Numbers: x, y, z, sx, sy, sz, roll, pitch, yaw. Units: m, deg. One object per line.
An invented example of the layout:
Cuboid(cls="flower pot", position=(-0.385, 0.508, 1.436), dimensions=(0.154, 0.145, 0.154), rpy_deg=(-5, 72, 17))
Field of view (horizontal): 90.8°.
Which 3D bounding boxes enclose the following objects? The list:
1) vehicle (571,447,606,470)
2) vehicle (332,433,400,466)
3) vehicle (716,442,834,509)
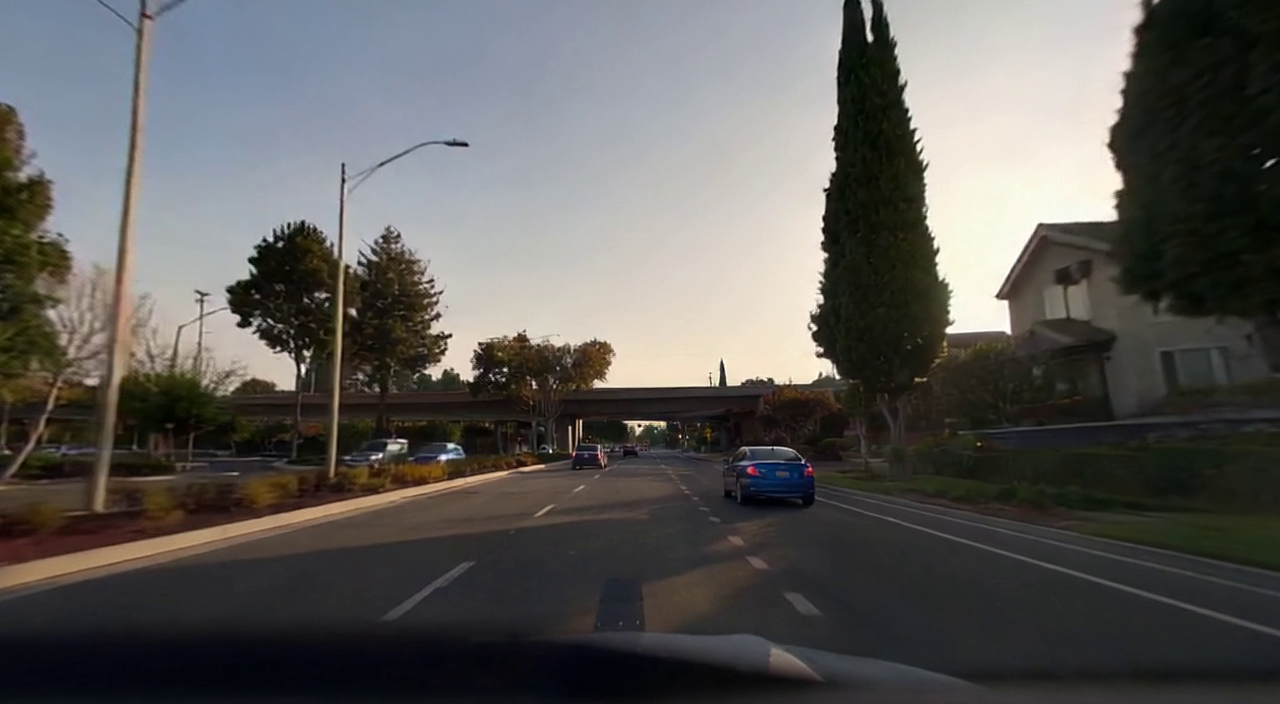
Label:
Cuboid(cls="vehicle", position=(-3.564, 7.406, 44.255), dimensions=(2.041, 1.460, 4.036), rpy_deg=(0, -8, 1))
Cuboid(cls="vehicle", position=(-17.290, 6.116, 40.180), dimensions=(2.148, 1.901, 4.955), rpy_deg=(0, -7, 0))
Cuboid(cls="vehicle", position=(3.375, 3.154, 16.704), dimensions=(2.068, 1.497, 4.247), rpy_deg=(0, -8, -1))
